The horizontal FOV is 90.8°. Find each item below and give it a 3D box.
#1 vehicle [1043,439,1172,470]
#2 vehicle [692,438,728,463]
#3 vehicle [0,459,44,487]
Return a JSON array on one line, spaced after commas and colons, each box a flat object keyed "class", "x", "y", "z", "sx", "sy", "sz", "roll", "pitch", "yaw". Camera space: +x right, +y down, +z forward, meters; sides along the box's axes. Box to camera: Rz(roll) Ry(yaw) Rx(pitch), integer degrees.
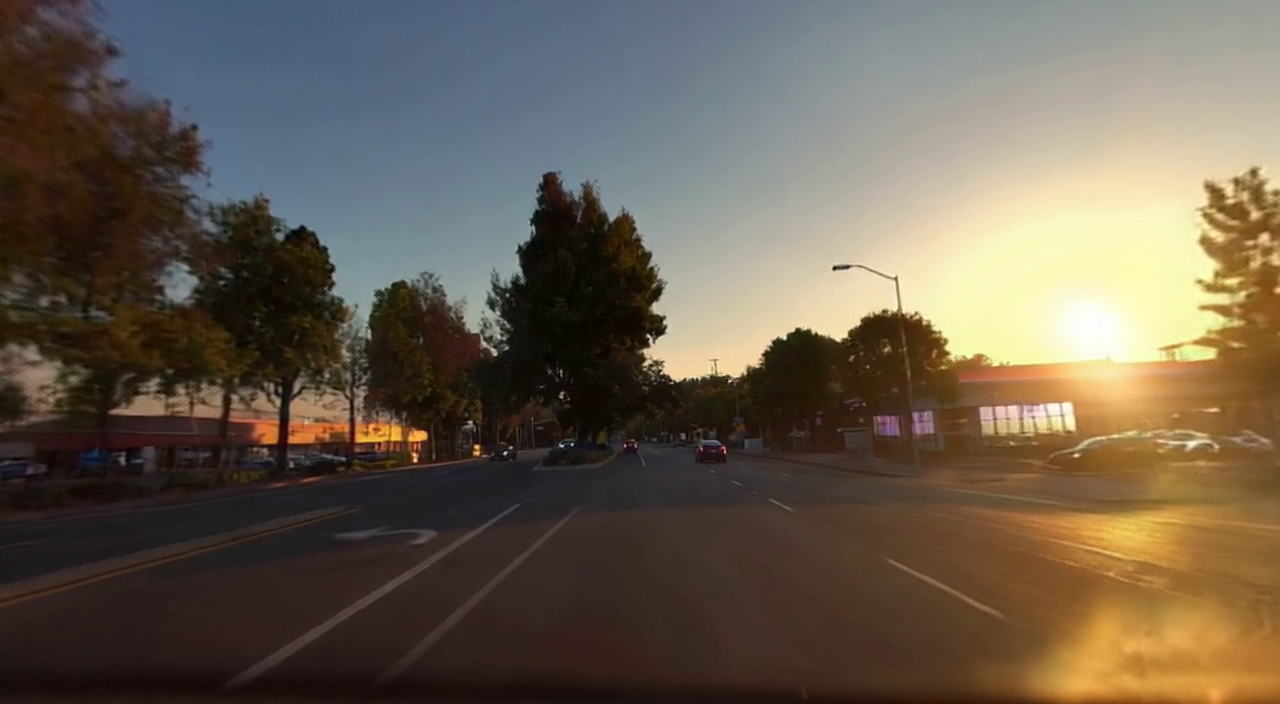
[{"class": "vehicle", "x": 23.469, "y": 5.162, "z": 31.903, "sx": 1.886, "sy": 1.438, "sz": 4.742, "roll": 6, "pitch": -10, "yaw": -33}, {"class": "vehicle", "x": 4.927, "y": 7.019, "z": 44.961, "sx": 1.957, "sy": 1.643, "sz": 4.226, "roll": 0, "pitch": -9, "yaw": -2}, {"class": "vehicle", "x": -47.256, "y": 9.213, "z": 48.205, "sx": 2.057, "sy": 1.921, "sz": 4.995, "roll": 7, "pitch": -11, "yaw": -39}]
